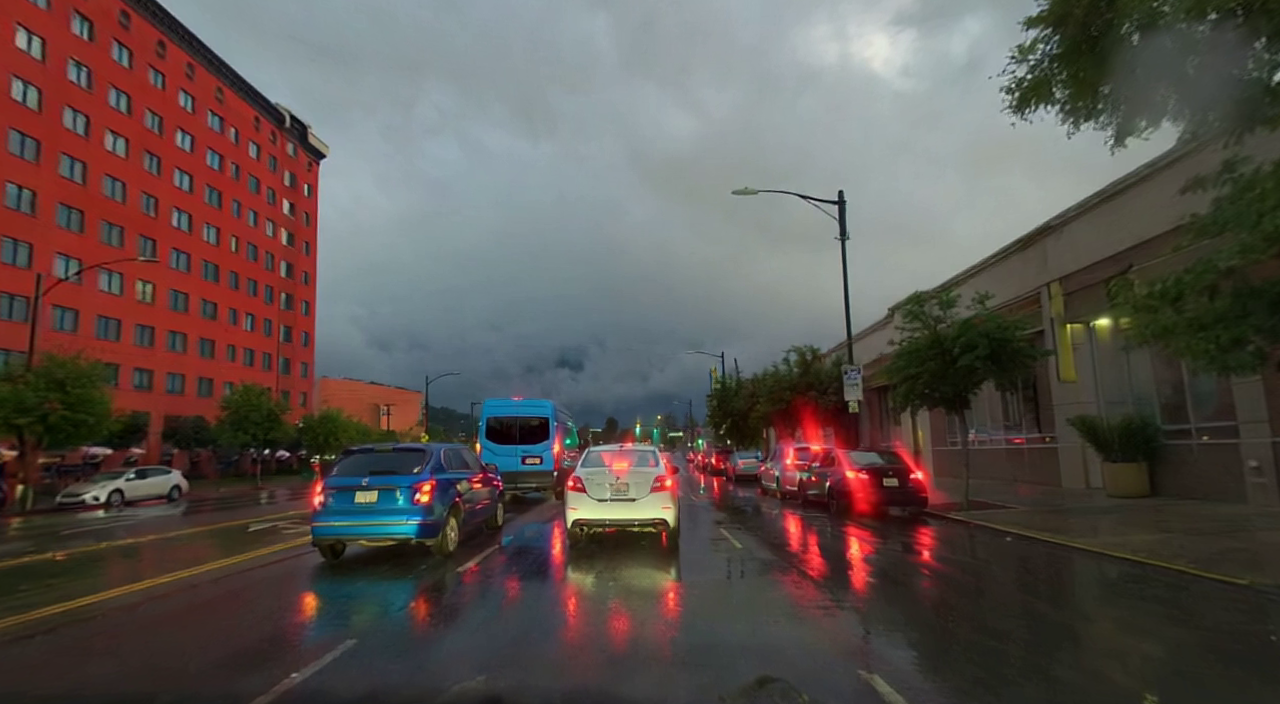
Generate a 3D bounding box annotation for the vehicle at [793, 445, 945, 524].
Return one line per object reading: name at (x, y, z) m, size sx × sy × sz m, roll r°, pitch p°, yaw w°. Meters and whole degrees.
vehicle at (4.902, 2.864, 14.176) m, size 1.832 × 1.491 × 4.054 m, roll 1°, pitch -9°, yaw -1°

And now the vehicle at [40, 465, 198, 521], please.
vehicle at (-17.878, 4.800, 21.933) m, size 1.802 × 1.609 × 4.284 m, roll 0°, pitch -9°, yaw 0°

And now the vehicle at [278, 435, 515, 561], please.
vehicle at (-3.517, 2.181, 10.200) m, size 1.995 × 1.554 × 4.426 m, roll 0°, pitch -9°, yaw 1°

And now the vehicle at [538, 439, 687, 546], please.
vehicle at (-0.393, 2.348, 11.231) m, size 2.152 × 1.518 × 4.113 m, roll 0°, pitch -9°, yaw 0°
